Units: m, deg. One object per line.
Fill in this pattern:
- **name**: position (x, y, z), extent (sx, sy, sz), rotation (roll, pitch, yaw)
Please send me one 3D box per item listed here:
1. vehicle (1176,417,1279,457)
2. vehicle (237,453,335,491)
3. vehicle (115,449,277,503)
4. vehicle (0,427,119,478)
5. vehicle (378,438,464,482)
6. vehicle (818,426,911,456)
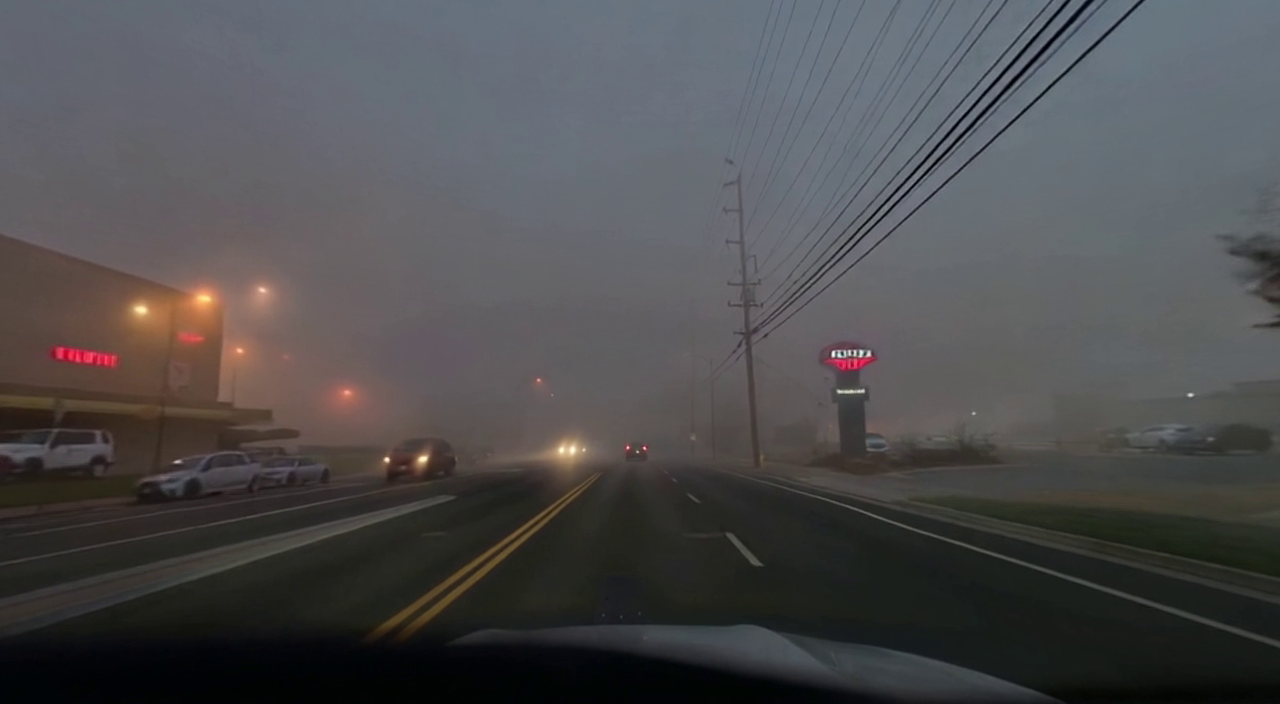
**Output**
- **vehicle**: position (31.729, 4.439, 33.197), extent (4.895, 1.884, 2.320), rotation (-1, -5, 1)
- **vehicle**: position (-14.867, 5.012, 26.816), extent (1.753, 1.401, 4.223), rotation (0, -8, -1)
- **vehicle**: position (-14.833, 4.118, 21.560), extent (1.954, 1.519, 5.051), rotation (-1, -8, -1)
- **vehicle**: position (-23.939, 3.868, 24.517), extent (5.233, 1.880, 2.362), rotation (4, -8, -28)
- **vehicle**: position (-9.343, 4.619, 27.440), extent (1.940, 1.698, 5.028), rotation (0, -8, 0)
- **vehicle**: position (13.514, 5.373, 38.208), extent (4.836, 1.750, 2.079), rotation (0, -7, -1)
